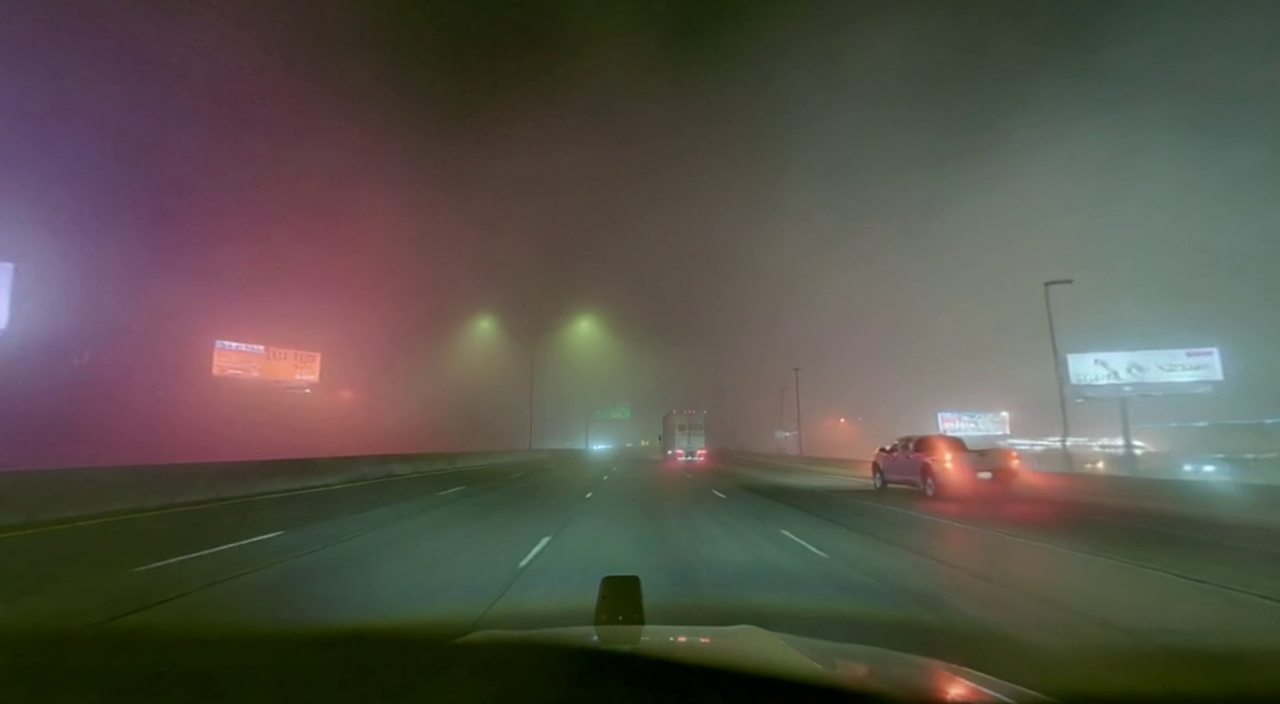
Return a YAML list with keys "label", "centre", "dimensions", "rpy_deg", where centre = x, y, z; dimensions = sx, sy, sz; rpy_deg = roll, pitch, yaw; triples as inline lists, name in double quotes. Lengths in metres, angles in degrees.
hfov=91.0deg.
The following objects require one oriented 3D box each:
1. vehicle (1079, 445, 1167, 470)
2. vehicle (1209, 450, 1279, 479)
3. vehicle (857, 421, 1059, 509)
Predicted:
- label: "vehicle"
  centre: [35.827, 7.853, 46.774]
  dimensions: [4.887, 1.728, 1.965]
  rpy_deg: [1, -9, -2]
- label: "vehicle"
  centre: [36.122, 6.499, 36.550]
  dimensions: [4.238, 1.479, 1.822]
  rpy_deg: [-2, -8, 1]
- label: "vehicle"
  centre: [8.111, 2.966, 16.914]
  dimensions: [2.544, 1.947, 5.288]
  rpy_deg: [0, -9, -1]
